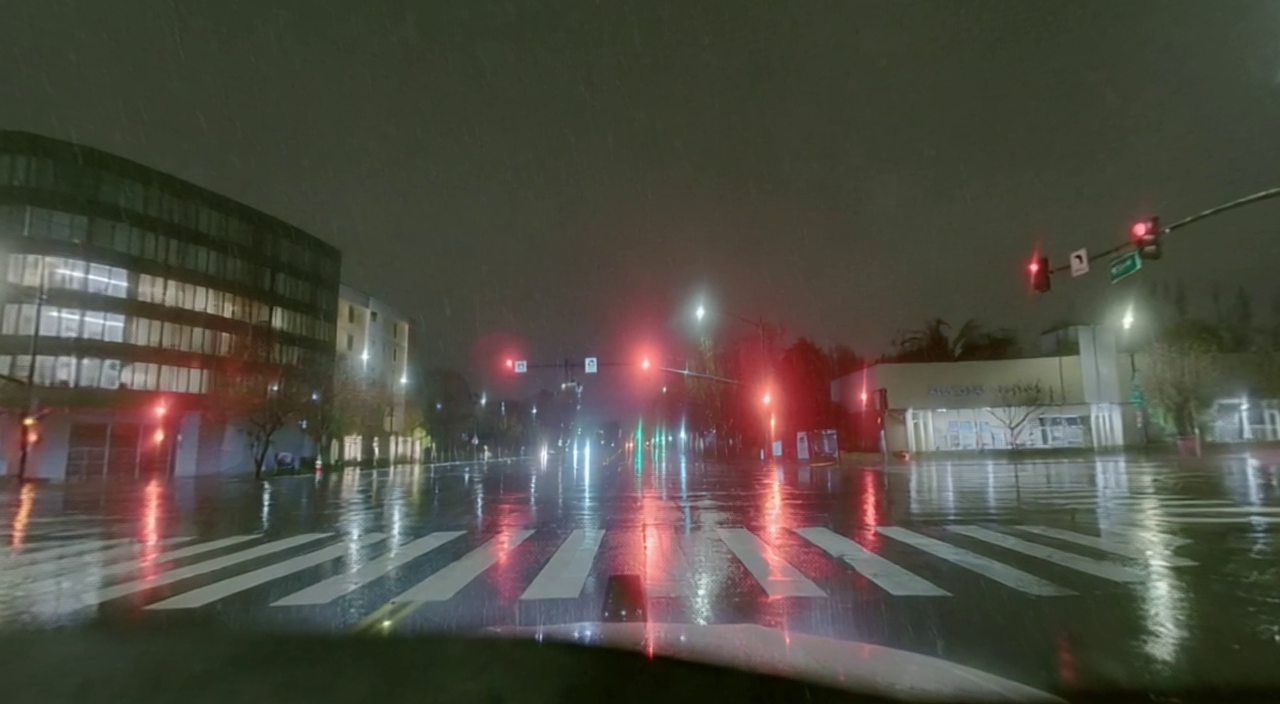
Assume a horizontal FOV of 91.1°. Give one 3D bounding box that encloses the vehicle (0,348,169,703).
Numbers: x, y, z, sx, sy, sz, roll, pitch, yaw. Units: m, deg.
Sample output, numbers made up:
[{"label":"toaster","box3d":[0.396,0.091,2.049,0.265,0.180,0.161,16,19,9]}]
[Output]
[{"label":"vehicle","box3d":[-3.632,0.618,1.052,2.109,1.692,4.587,0,-8,0]}]
